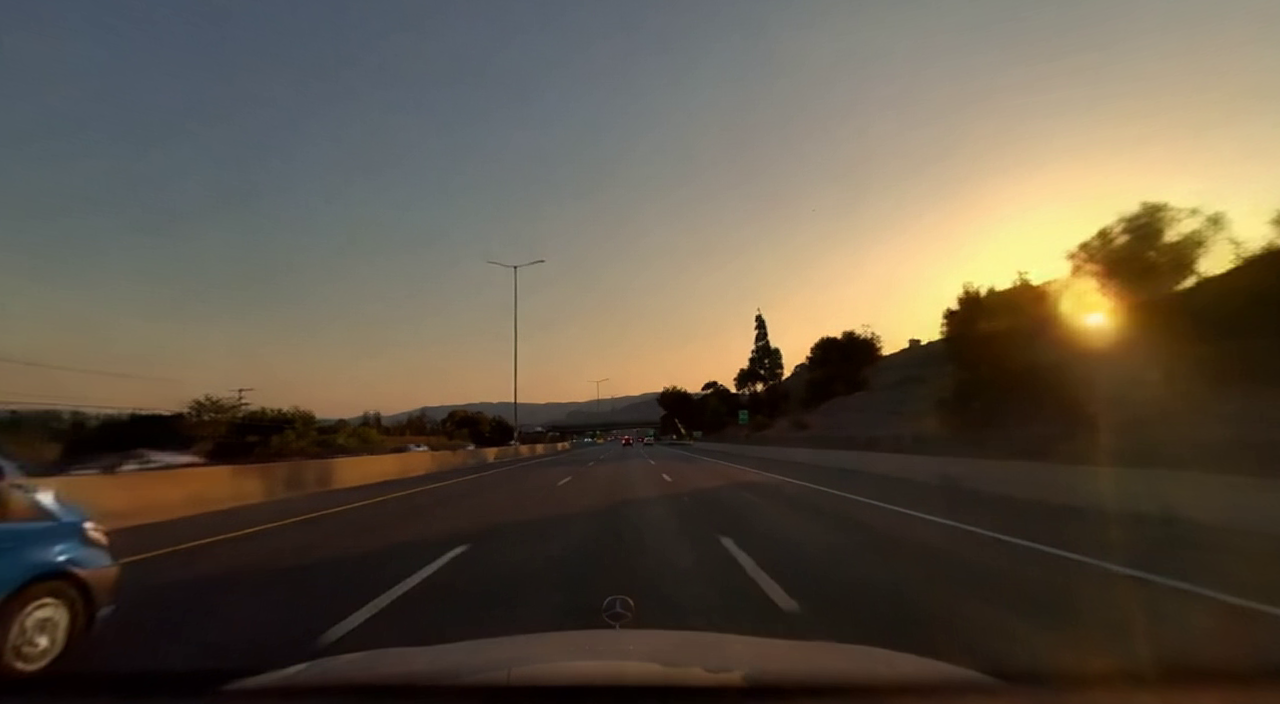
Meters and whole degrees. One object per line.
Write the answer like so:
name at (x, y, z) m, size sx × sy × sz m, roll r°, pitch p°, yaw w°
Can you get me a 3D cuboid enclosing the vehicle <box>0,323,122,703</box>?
vehicle at (-4.155, 0.556, 1.300) m, size 2.104 × 1.860 × 4.853 m, roll 0°, pitch -8°, yaw -2°
